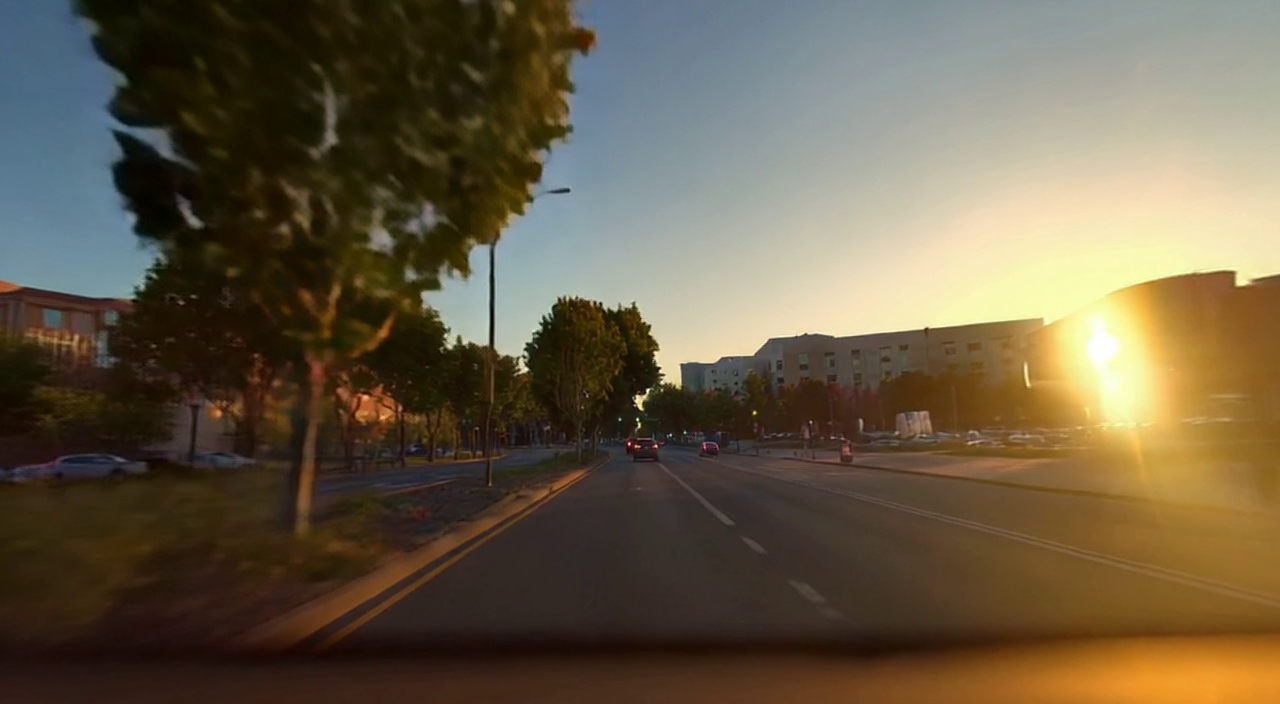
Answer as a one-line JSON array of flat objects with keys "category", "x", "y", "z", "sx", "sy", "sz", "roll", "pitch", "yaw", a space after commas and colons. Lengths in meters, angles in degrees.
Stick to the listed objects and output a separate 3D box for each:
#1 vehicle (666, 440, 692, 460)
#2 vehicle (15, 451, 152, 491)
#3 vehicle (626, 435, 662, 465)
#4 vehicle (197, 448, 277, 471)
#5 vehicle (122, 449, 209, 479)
[{"category": "vehicle", "x": 2.934, "y": 7.498, "z": 48.419, "sx": 1.685, "sy": 1.441, "sz": 3.795, "roll": 0, "pitch": -8, "yaw": -1}, {"category": "vehicle", "x": -25.739, "y": 5.465, "z": 29.514, "sx": 2.051, "sy": 1.644, "sz": 4.674, "roll": 0, "pitch": -8, "yaw": 1}, {"category": "vehicle", "x": 0.220, "y": 5.958, "z": 38.616, "sx": 2.100, "sy": 1.683, "sz": 4.231, "roll": 0, "pitch": -8, "yaw": 0}, {"category": "vehicle", "x": -30.216, "y": 8.067, "z": 47.458, "sx": 4.621, "sy": 1.670, "sz": 1.895, "roll": 0, "pitch": -8, "yaw": 0}, {"category": "vehicle", "x": -28.701, "y": 6.778, "z": 38.403, "sx": 1.990, "sy": 1.662, "sz": 4.352, "roll": 0, "pitch": -8, "yaw": -2}]
